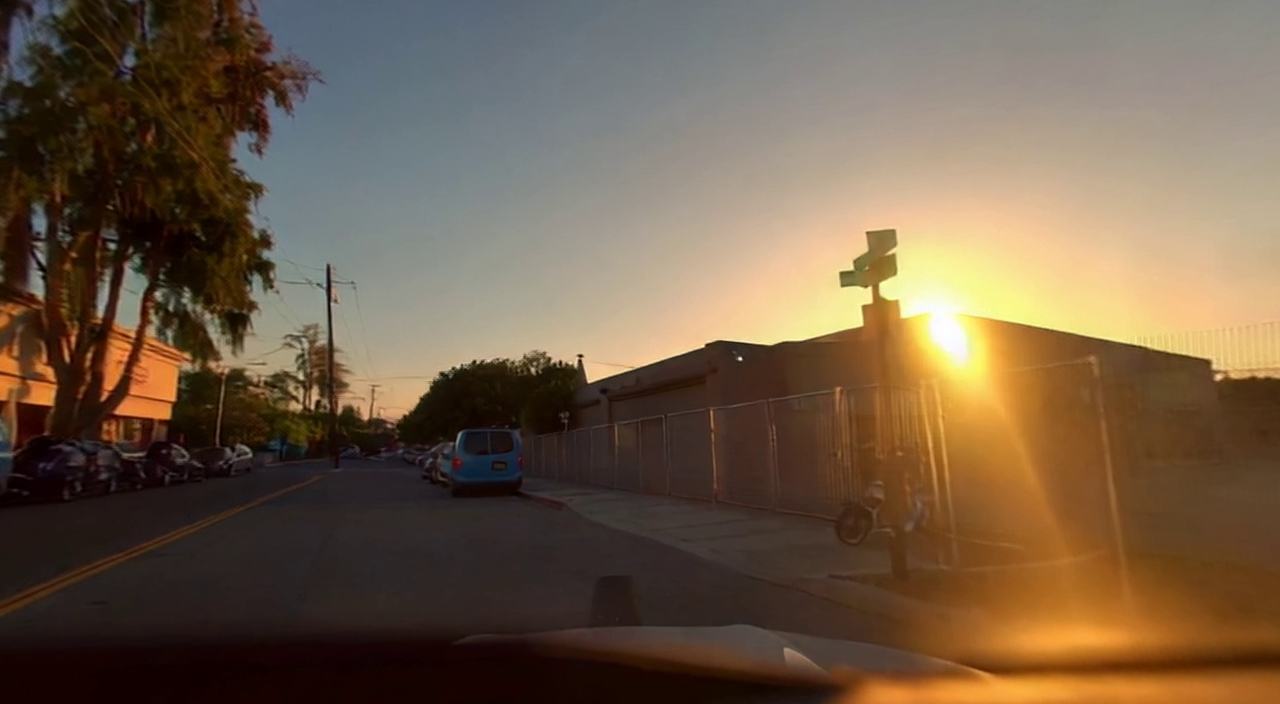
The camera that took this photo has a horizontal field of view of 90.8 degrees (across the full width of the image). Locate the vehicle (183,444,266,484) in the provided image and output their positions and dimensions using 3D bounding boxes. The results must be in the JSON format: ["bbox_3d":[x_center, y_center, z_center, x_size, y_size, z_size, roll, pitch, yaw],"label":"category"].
[{"bbox_3d":[-22.099,5.942,33.914,2.504,1.919,5.658,3,-9,-21],"label":"vehicle"}]

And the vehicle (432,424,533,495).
[{"bbox_3d":[-5.487,3.577,21.312,2.327,2.021,5.850,4,-9,-23],"label":"vehicle"}]

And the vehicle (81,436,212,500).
[{"bbox_3d":[-18.052,4.218,23.512,2.304,1.937,5.720,1,-8,-22],"label":"vehicle"}]

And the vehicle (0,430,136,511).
[{"bbox_3d":[-15.660,3.198,17.166,1.857,1.908,4.081,3,-11,-22],"label":"vehicle"}]
